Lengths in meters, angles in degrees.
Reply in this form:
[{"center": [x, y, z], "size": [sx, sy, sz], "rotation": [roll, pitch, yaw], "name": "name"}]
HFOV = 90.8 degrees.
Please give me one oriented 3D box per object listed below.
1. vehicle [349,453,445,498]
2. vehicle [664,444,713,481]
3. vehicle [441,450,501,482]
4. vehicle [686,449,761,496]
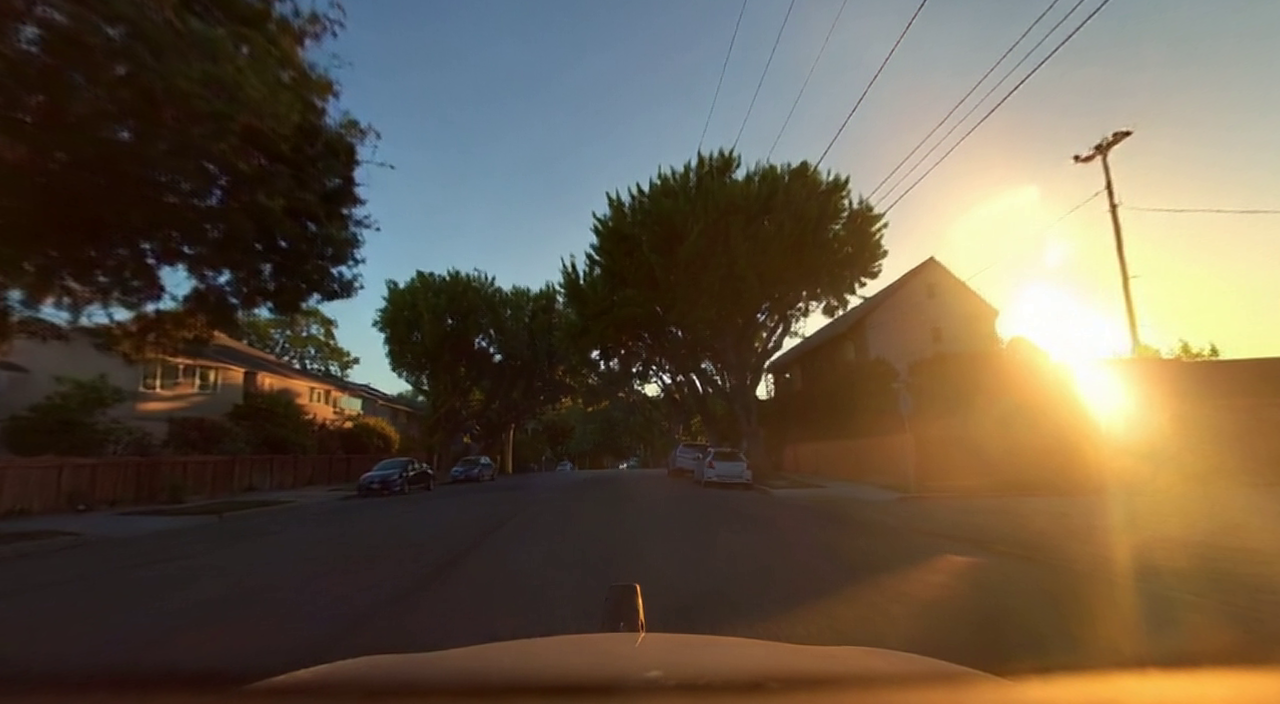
[{"center": [-8.780, 4.470, 23.263], "size": [1.937, 1.427, 4.510], "rotation": [0, -9, -3], "name": "vehicle"}, {"center": [2.706, 6.321, 36.452], "size": [2.225, 1.911, 5.322], "rotation": [0, -9, -2], "name": "vehicle"}, {"center": [-9.144, 6.171, 34.565], "size": [2.027, 1.584, 4.476], "rotation": [-1, -9, 1], "name": "vehicle"}, {"center": [2.942, 4.339, 23.204], "size": [1.927, 1.529, 4.144], "rotation": [0, -9, -3], "name": "vehicle"}]
